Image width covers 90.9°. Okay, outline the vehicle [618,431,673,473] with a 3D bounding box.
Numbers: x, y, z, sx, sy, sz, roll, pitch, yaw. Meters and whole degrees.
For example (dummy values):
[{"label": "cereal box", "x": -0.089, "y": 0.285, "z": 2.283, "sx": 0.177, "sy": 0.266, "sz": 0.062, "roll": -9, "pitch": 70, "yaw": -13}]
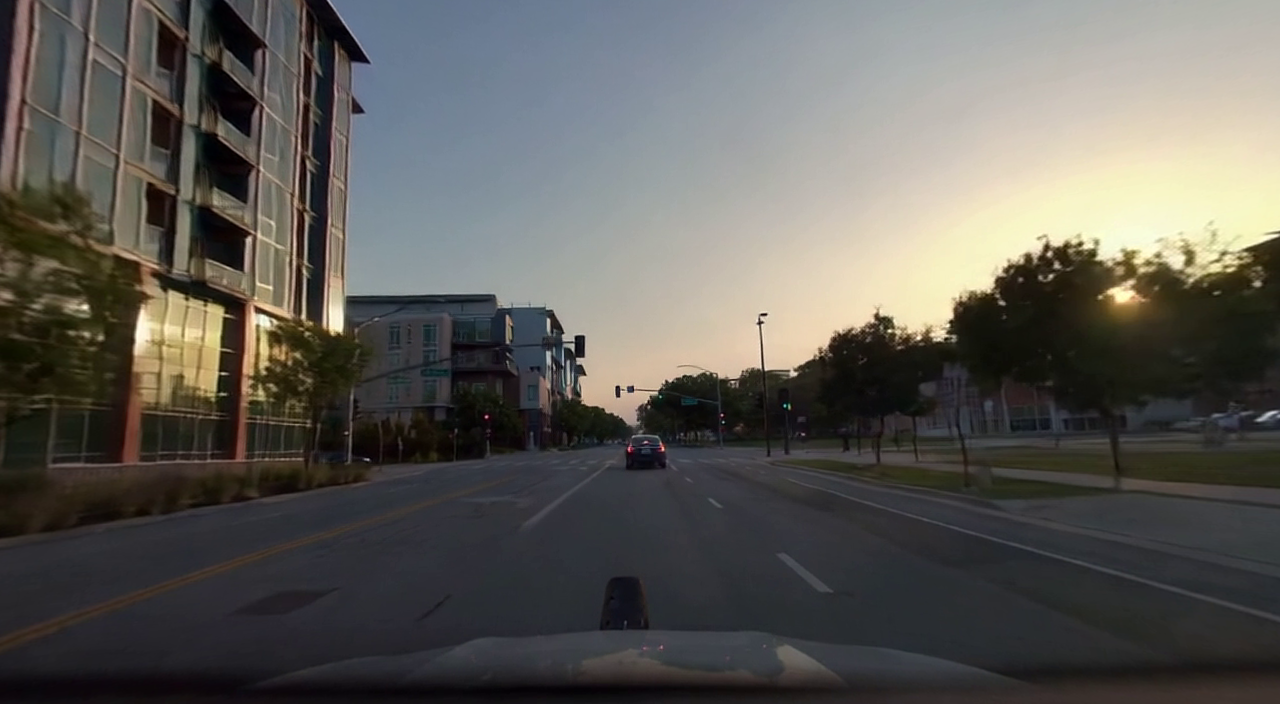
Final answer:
[{"label": "vehicle", "x": 0.200, "y": 4.220, "z": 26.854, "sx": 2.184, "sy": 1.640, "sz": 4.086, "roll": 0, "pitch": -8, "yaw": -1}]
